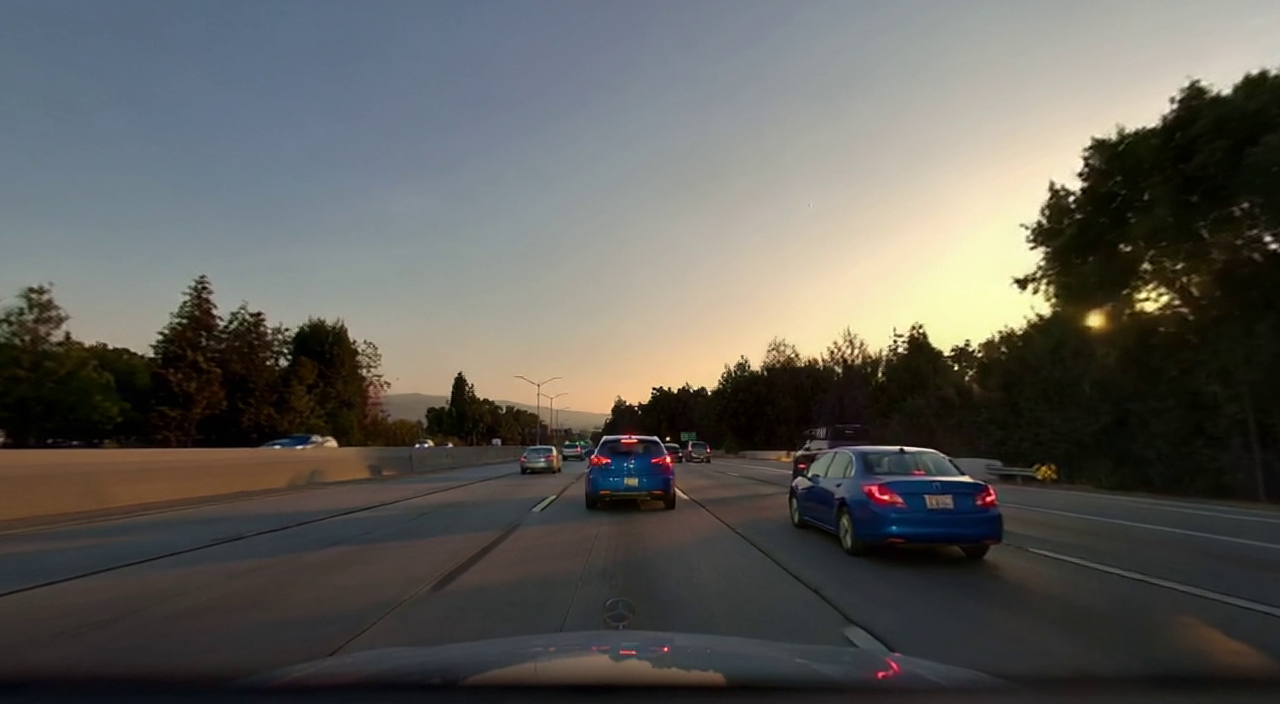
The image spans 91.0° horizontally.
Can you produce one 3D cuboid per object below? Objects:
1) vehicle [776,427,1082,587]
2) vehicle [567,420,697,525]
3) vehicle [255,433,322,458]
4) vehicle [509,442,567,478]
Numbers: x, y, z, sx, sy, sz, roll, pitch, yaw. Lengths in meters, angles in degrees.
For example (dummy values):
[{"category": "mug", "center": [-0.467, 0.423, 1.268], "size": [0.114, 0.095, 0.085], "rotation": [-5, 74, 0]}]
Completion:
[{"category": "vehicle", "center": [3.301, 1.843, 8.336], "size": [1.975, 1.532, 4.227], "rotation": [1, -9, -1]}, {"category": "vehicle", "center": [-0.153, 2.330, 12.629], "size": [2.181, 1.728, 3.970], "rotation": [0, -9, -1]}, {"category": "vehicle", "center": [-23.037, 6.156, 41.481], "size": [1.957, 1.528, 4.430], "rotation": [1, -9, -2]}, {"category": "vehicle", "center": [-4.611, 4.951, 29.167], "size": [2.023, 1.497, 4.526], "rotation": [1, -9, -1]}]
